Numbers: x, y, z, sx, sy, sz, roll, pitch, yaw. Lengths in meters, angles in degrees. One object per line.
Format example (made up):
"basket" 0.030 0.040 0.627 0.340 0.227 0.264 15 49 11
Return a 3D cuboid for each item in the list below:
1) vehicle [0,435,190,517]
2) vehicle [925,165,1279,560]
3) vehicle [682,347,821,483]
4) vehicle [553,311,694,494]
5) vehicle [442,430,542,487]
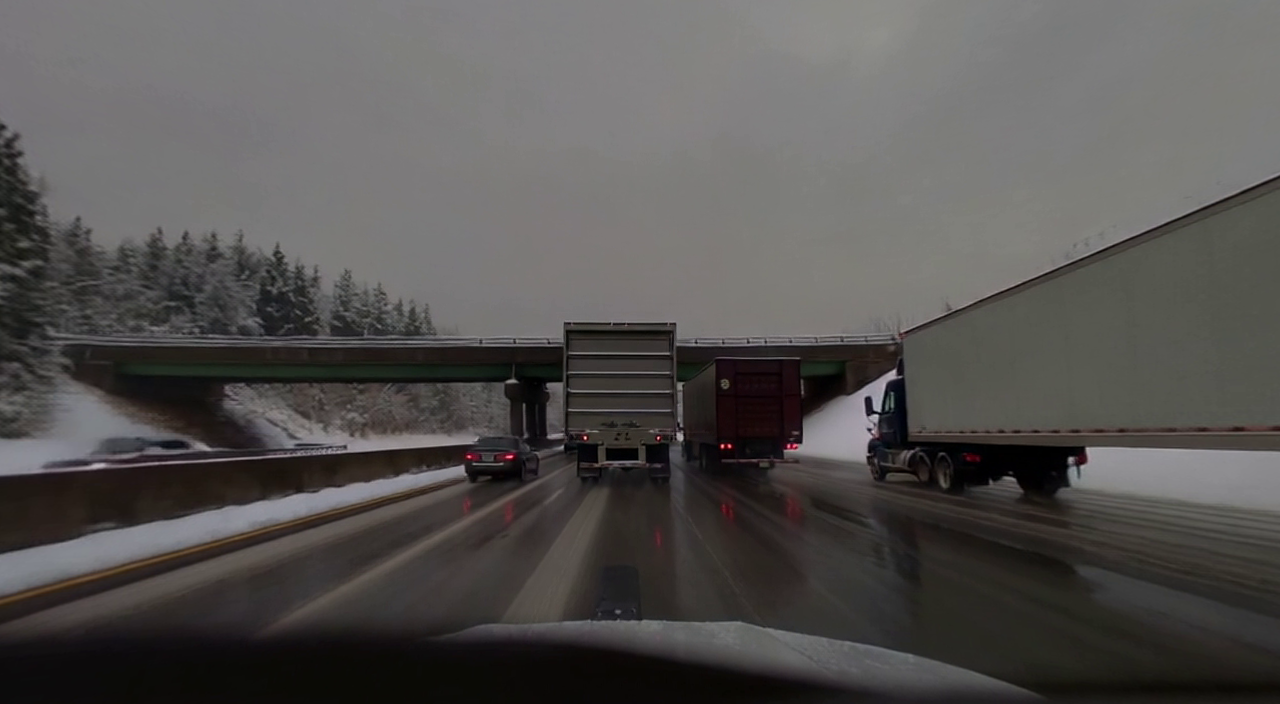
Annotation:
"vehicle" -11.932 2.506 13.382 1.818 1.452 3.990 0 -8 -1
"vehicle" 8.199 0.281 7.872 3.000 4.114 13.063 0 -8 -1
"vehicle" 3.538 2.548 23.693 2.817 3.886 11.491 0 -8 -2
"vehicle" -0.576 1.816 19.360 3.090 4.065 10.702 0 -8 -2
"vehicle" -4.189 3.049 18.488 2.049 1.483 3.786 0 -8 0
